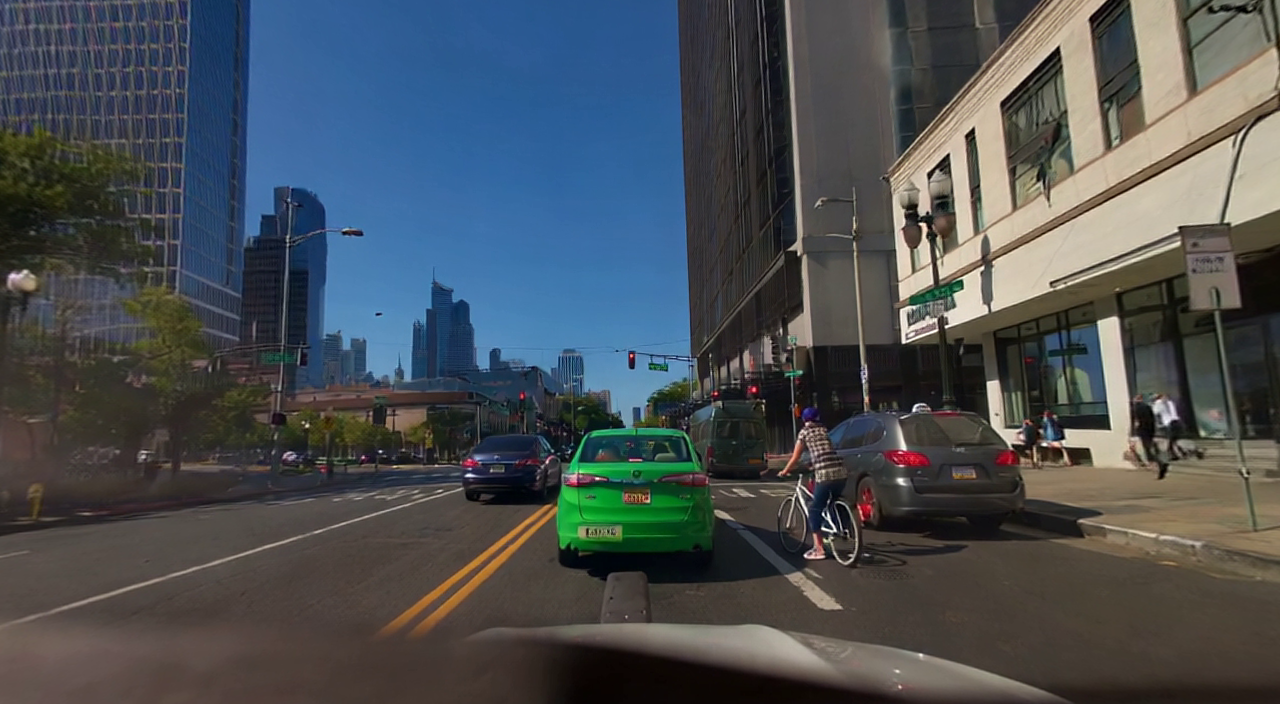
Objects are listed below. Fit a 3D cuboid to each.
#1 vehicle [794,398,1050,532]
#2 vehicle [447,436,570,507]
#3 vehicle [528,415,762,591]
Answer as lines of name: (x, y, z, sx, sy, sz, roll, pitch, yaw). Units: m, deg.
vehicle: (4.499, 1.917, 11.153, 2.142, 1.829, 4.767, 0, -9, -2)
vehicle: (-2.977, 2.815, 15.350, 2.039, 1.452, 4.489, 0, -9, 0)
vehicle: (0.031, 1.656, 7.724, 2.091, 1.557, 4.000, 0, -9, 0)
